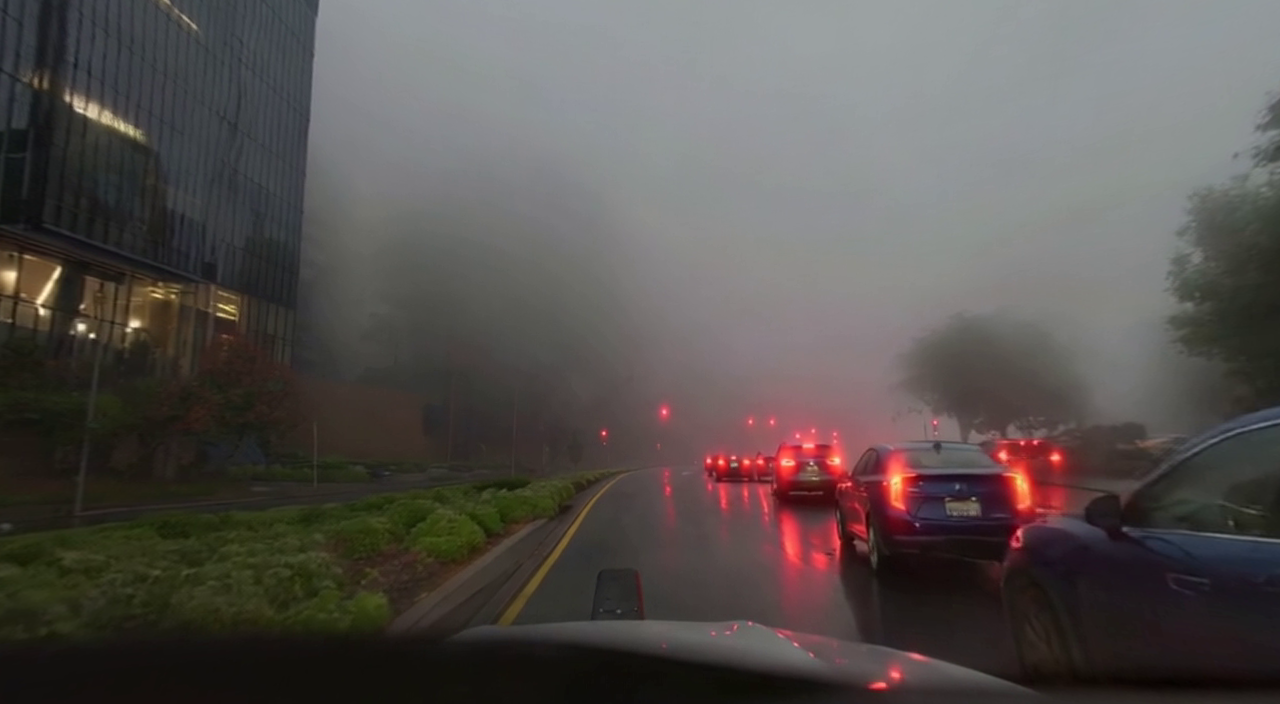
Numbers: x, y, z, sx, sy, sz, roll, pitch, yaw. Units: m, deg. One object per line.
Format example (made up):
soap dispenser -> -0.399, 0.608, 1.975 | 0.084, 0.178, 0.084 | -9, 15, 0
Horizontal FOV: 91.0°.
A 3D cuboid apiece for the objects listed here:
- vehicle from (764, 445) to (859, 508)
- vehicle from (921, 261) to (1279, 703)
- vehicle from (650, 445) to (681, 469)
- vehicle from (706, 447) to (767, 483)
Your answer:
vehicle -> 4.993, 3.642, 19.055 | 2.089, 1.609, 4.922 | -1, -9, 7
vehicle -> 2.482, 0.693, 1.524 | 2.092, 1.703, 4.870 | -2, -9, 10
vehicle -> 1.982, 7.886, 47.490 | 2.121, 1.728, 4.161 | -1, -9, 6
vehicle -> 4.523, 5.345, 30.129 | 2.183, 1.553, 3.923 | 0, -9, -1
